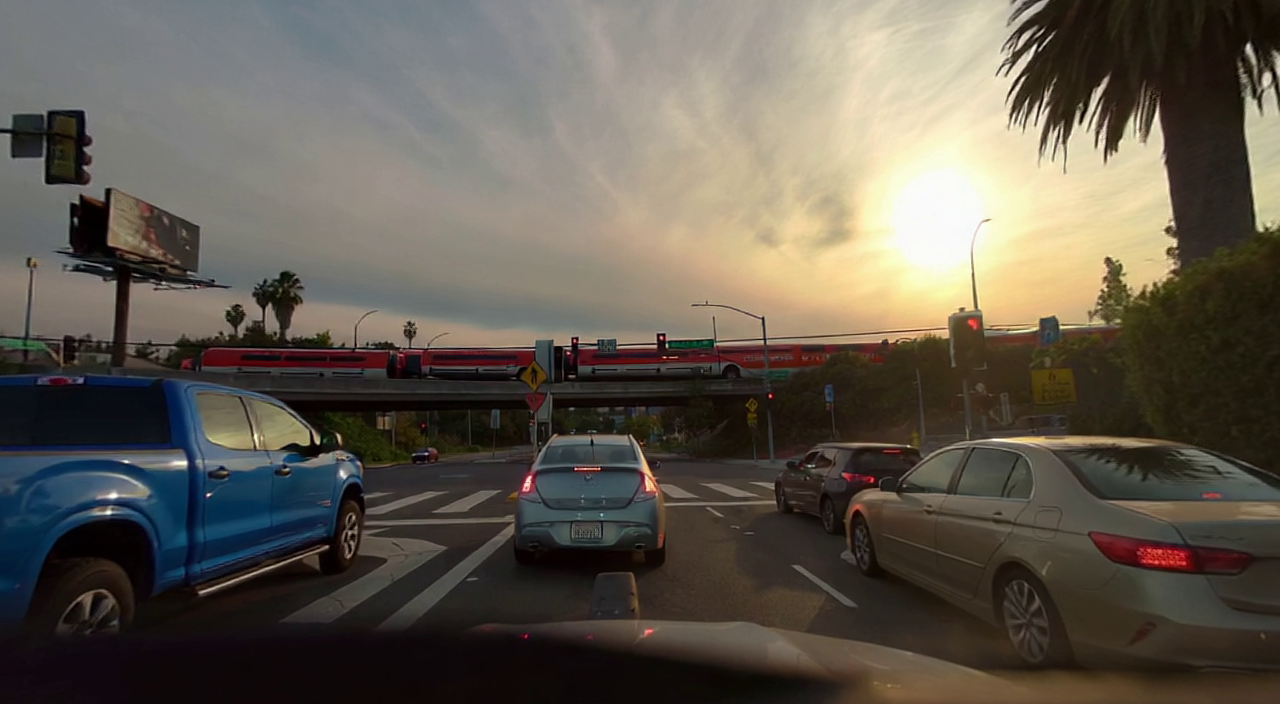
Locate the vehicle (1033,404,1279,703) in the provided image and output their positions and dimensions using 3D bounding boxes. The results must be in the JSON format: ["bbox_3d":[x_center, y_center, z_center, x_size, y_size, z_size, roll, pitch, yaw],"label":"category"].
[{"bbox_3d":[3.879,0.893,2.199,2.052,1.496,4.541,0,-9,0],"label":"vehicle"}]

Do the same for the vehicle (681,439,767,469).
[{"bbox_3d":[4.165,5.142,31.977,1.878,1.428,4.416,5,-10,-32],"label":"vehicle"}]

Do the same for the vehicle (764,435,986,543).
[{"bbox_3d":[3.679,2.217,10.961,1.965,1.448,4.486,0,-9,-2],"label":"vehicle"}]

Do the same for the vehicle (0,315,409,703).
[{"bbox_3d":[-3.843,1.105,4.941,2.078,1.838,5.448,0,-9,-1],"label":"vehicle"}]

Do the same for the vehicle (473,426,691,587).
[{"bbox_3d":[-0.646,1.760,8.057,2.035,1.491,4.090,0,-9,-3],"label":"vehicle"}]
